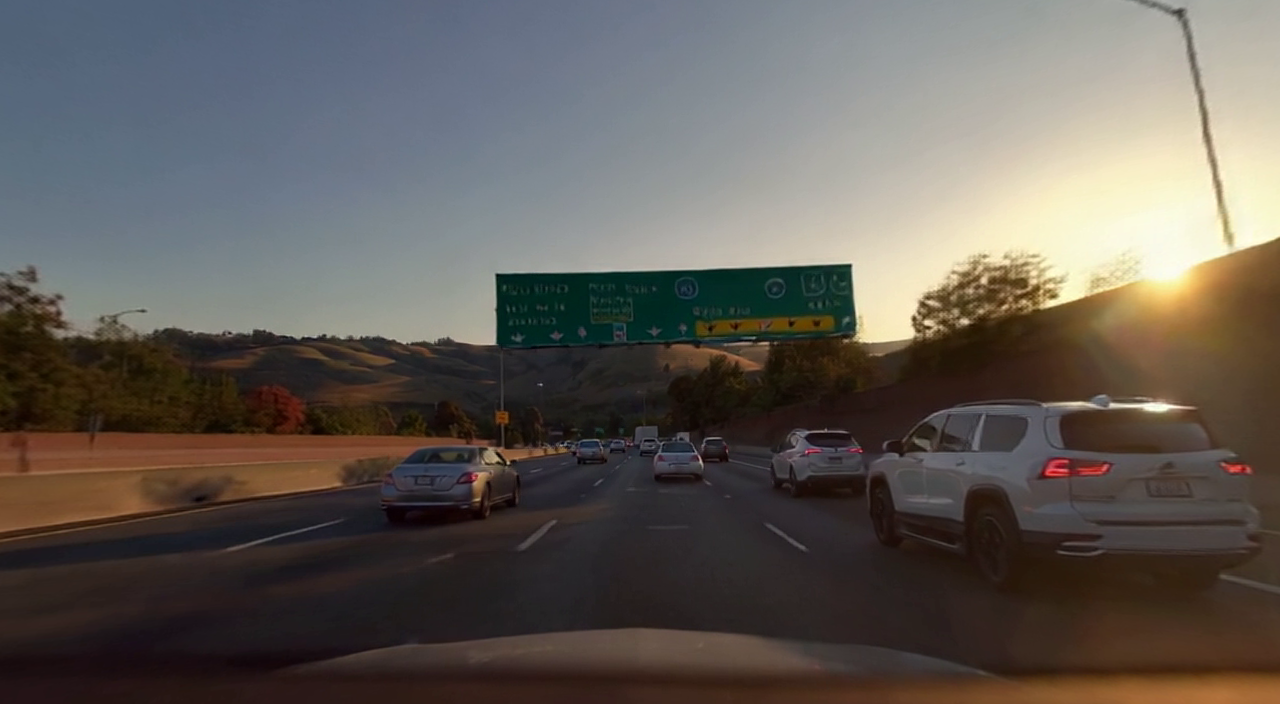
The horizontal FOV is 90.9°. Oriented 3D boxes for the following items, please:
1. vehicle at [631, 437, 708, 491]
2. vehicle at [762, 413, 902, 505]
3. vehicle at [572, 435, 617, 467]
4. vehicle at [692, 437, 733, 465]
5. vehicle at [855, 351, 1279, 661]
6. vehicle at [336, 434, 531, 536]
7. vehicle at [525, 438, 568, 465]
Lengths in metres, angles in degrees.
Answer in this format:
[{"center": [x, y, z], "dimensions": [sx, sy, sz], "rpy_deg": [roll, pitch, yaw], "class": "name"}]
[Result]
[{"center": [0.782, 3.369, 19.388], "dimensions": [2.105, 1.471, 3.978], "rpy_deg": [0, -8, -1], "class": "vehicle"}, {"center": [4.383, 2.532, 15.298], "dimensions": [1.970, 1.872, 4.575], "rpy_deg": [0, -8, 0], "class": "vehicle"}, {"center": [-2.628, 5.869, 37.540], "dimensions": [2.154, 1.793, 4.736], "rpy_deg": [0, -8, 2], "class": "vehicle"}, {"center": [4.079, 5.658, 36.141], "dimensions": [1.855, 1.513, 3.915], "rpy_deg": [0, -8, -1], "class": "vehicle"}, {"center": [3.767, 1.211, 5.973], "dimensions": [1.930, 1.831, 4.344], "rpy_deg": [0, -8, 0], "class": "vehicle"}, {"center": [-3.403, 2.260, 11.439], "dimensions": [1.961, 1.456, 4.362], "rpy_deg": [0, -8, 2], "class": "vehicle"}, {"center": [-6.470, 6.919, 44.162], "dimensions": [2.055, 1.751, 4.825], "rpy_deg": [0, -8, 2], "class": "vehicle"}]
